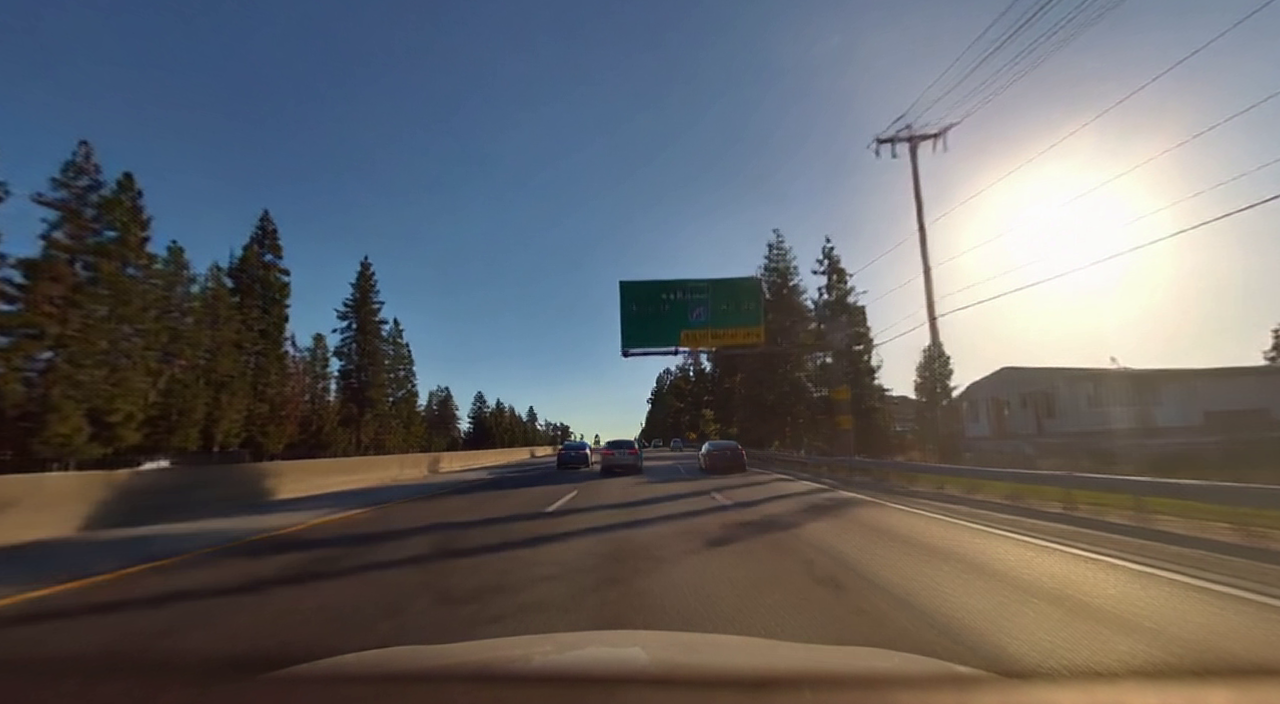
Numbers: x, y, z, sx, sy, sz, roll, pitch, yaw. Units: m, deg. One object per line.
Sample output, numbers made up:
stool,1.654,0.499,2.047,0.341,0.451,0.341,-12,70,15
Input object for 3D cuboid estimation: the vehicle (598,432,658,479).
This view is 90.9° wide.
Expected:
vehicle,-0.386,3.913,24.037,2.049,1.620,4.153,0,-8,1

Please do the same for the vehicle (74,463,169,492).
vehicle,-31.599,7.622,38.604,1.941,1.497,4.519,0,-8,1

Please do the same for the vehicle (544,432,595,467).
vehicle,-3.779,5.376,34.839,2.217,1.773,4.553,0,-8,1

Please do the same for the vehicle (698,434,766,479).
vehicle,3.439,3.983,24.300,1.996,1.579,3.841,0,-8,-1
